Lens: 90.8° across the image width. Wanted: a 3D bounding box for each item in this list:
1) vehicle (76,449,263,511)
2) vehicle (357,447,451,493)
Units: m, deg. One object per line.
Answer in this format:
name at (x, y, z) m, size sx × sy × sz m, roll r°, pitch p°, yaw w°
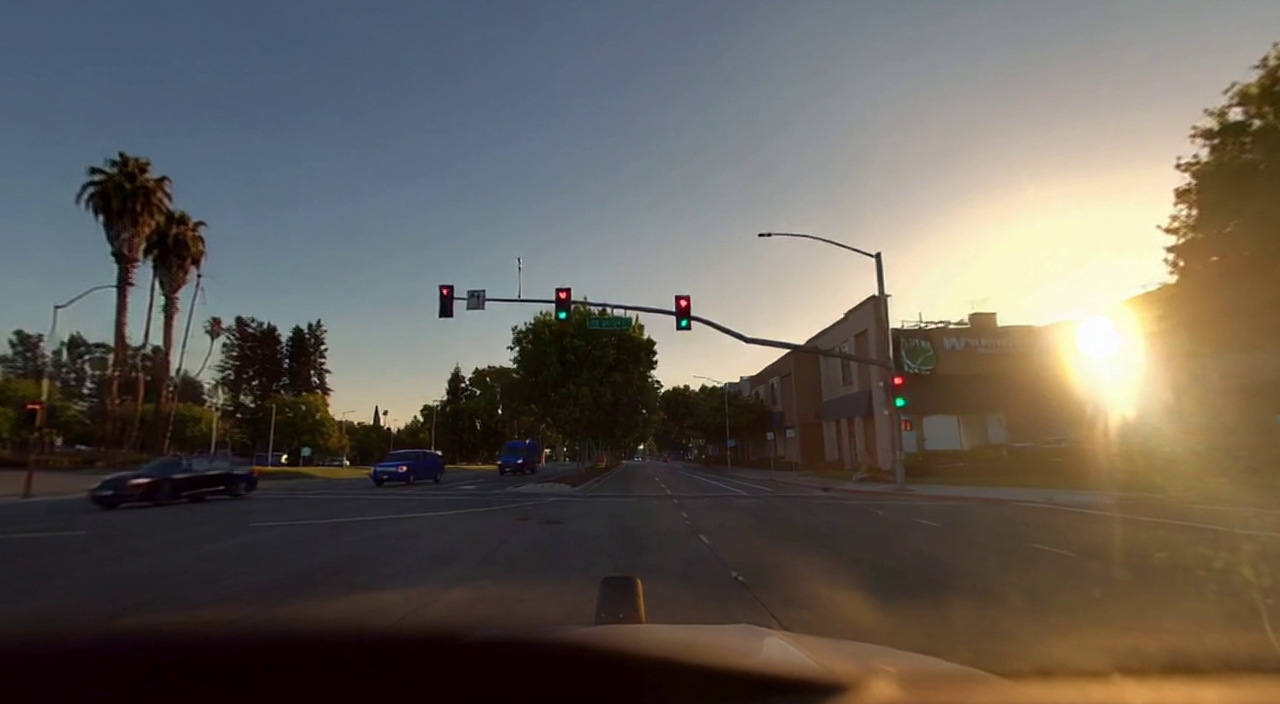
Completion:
vehicle at (-13.972, 3.787, 19.230) m, size 1.995 × 1.632 × 4.609 m, roll -1°, pitch -9°, yaw 3°
vehicle at (-9.434, 4.728, 25.703) m, size 2.074 × 1.681 × 4.417 m, roll 0°, pitch -9°, yaw 1°
